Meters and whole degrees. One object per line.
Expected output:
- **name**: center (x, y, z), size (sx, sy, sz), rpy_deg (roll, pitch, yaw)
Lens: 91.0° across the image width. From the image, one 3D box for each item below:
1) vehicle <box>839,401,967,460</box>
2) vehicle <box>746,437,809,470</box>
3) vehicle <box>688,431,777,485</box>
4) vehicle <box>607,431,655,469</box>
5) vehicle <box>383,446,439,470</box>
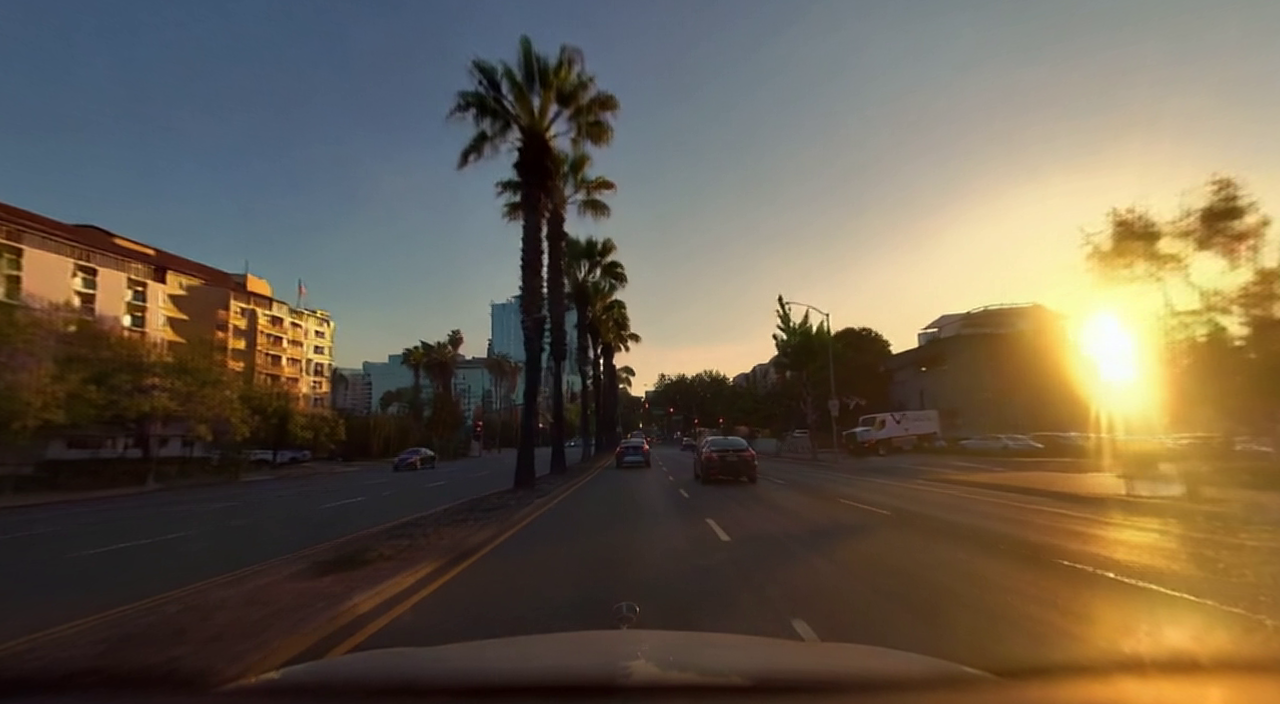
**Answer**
- **vehicle**: center (17.479, 5.296, 42.143), size (7.270, 3.743, 2.677), rpy_deg (1, -8, -3)
- **vehicle**: center (6.658, 4.982, 31.059), size (1.975, 1.483, 4.769), rpy_deg (0, -8, -1)
- **vehicle**: center (2.955, 3.525, 21.256), size (2.195, 1.590, 4.668), rpy_deg (0, -8, -1)
- **vehicle**: center (-0.443, 4.969, 32.027), size (2.277, 1.816, 4.192), rpy_deg (0, -8, -1)
- **vehicle**: center (-14.997, 6.946, 41.468), size (1.887, 1.454, 4.588), rpy_deg (0, -8, 1)
